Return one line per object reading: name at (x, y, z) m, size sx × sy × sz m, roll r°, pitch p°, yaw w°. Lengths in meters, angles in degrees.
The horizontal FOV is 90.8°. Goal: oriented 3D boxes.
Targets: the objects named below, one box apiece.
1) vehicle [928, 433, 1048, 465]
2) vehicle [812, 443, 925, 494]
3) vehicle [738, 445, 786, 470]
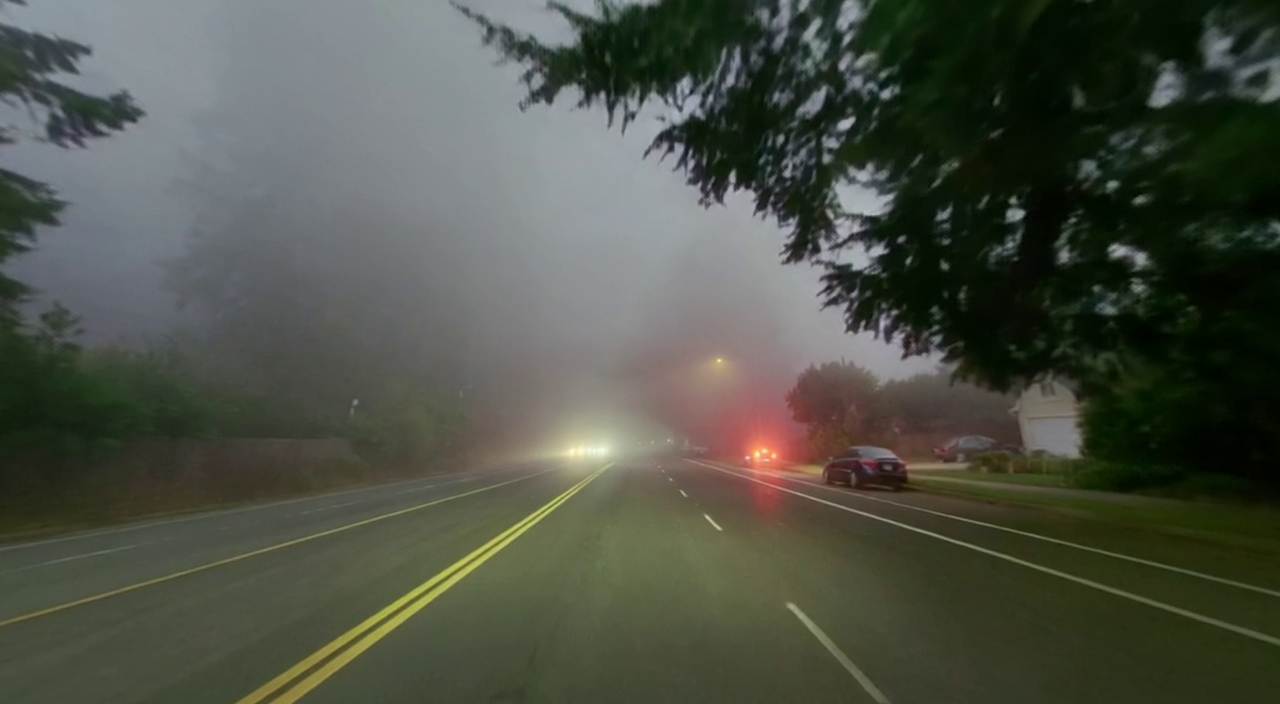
vehicle at (17.702, 4.966, 32.290) m, size 4.793 × 1.537 × 2.353 m, roll 0°, pitch -9°, yaw -5°
vehicle at (7.336, 3.768, 20.841) m, size 2.010 × 1.469 × 4.548 m, roll 0°, pitch -9°, yaw 0°
vehicle at (7.494, 6.520, 39.240) m, size 1.967 × 1.449 × 4.645 m, roll 0°, pitch -9°, yaw -1°
